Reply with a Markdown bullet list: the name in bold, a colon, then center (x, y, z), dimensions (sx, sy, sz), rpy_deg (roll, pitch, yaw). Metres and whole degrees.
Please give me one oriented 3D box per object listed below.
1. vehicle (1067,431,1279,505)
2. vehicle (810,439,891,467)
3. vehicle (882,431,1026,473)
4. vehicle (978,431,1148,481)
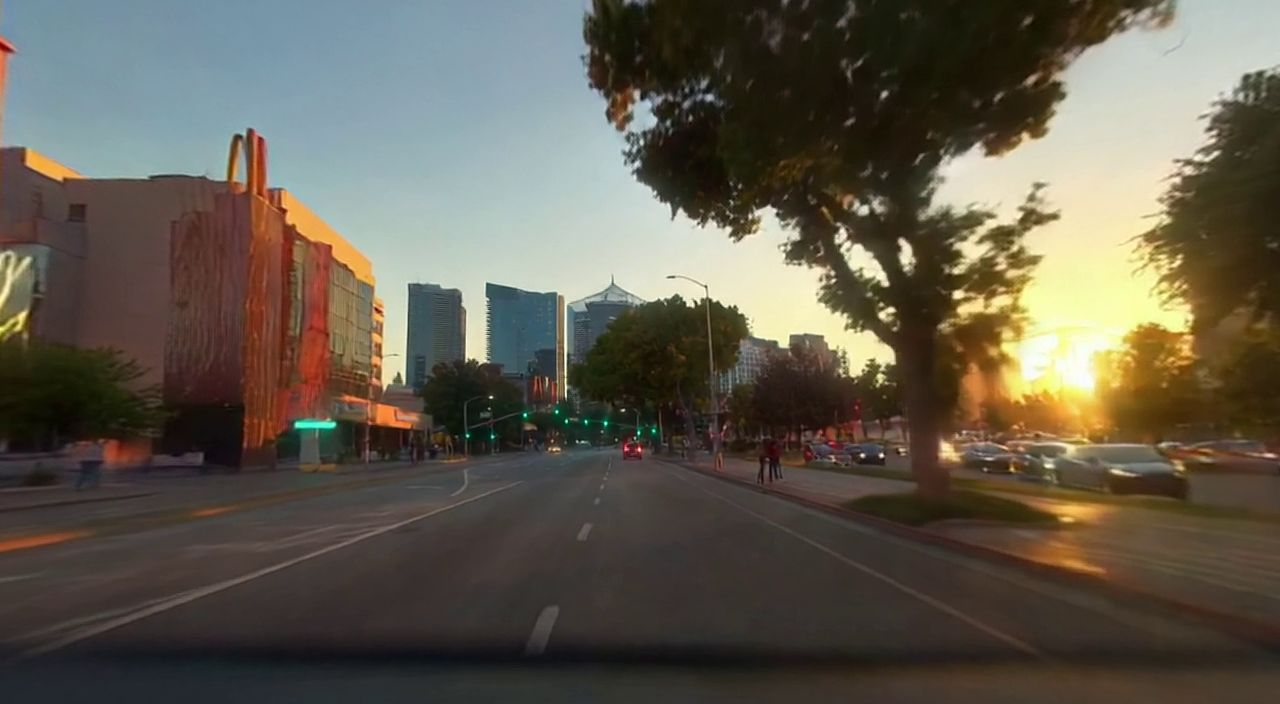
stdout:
- **vehicle**: center (13.727, 2.841, 15.870), dimensions (4.538, 1.433, 2.023), rpy_deg (-3, -7, -3)
- **vehicle**: center (13.383, 6.439, 40.311), dimensions (4.395, 1.497, 1.975), rpy_deg (-3, -8, -2)
- **vehicle**: center (13.027, 4.165, 26.457), dimensions (4.769, 1.636, 2.281), rpy_deg (0, -9, -2)
- **vehicle**: center (13.855, 3.426, 20.904), dimensions (4.228, 1.548, 1.881), rpy_deg (0, -9, -1)
